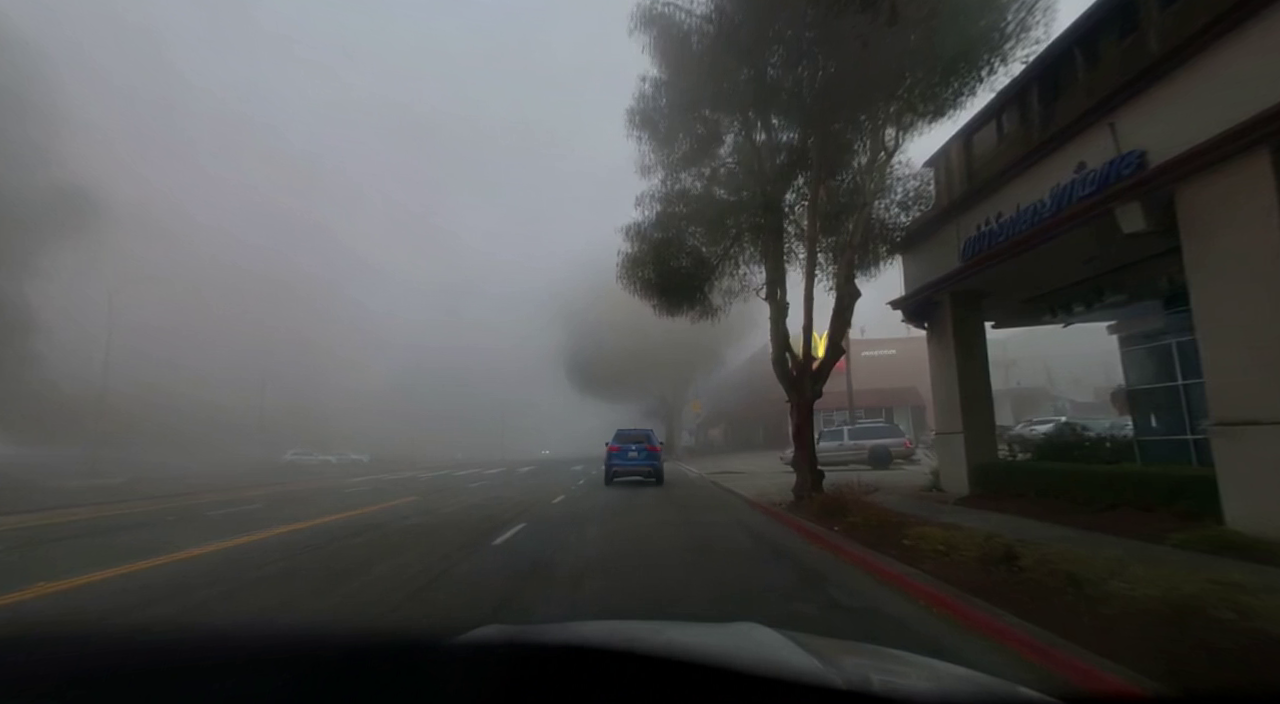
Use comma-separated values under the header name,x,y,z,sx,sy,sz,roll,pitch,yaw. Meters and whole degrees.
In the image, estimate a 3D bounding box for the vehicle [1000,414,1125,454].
name,x,y,z,sx,sy,sz,roll,pitch,yaw
vehicle,19.969,3.973,30.269,2.080,1.702,5.430,0,-8,-2

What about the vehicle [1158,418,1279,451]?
name,x,y,z,sx,sy,sz,roll,pitch,yaw
vehicle,28.017,4.002,30.390,1.823,1.443,4.305,4,-10,-27

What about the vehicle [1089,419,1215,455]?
name,x,y,z,sx,sy,sz,roll,pitch,yaw
vehicle,24.204,4.074,30.041,1.867,1.571,4.153,3,-9,-20

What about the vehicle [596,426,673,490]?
name,x,y,z,sx,sy,sz,roll,pitch,yaw
vehicle,-0.195,3.349,20.219,2.234,1.818,3.869,0,-9,-1

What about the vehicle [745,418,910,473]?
name,x,y,z,sx,sy,sz,roll,pitch,yaw
vehicle,6.182,3.167,21.366,4.828,1.733,2.231,0,-9,-1
